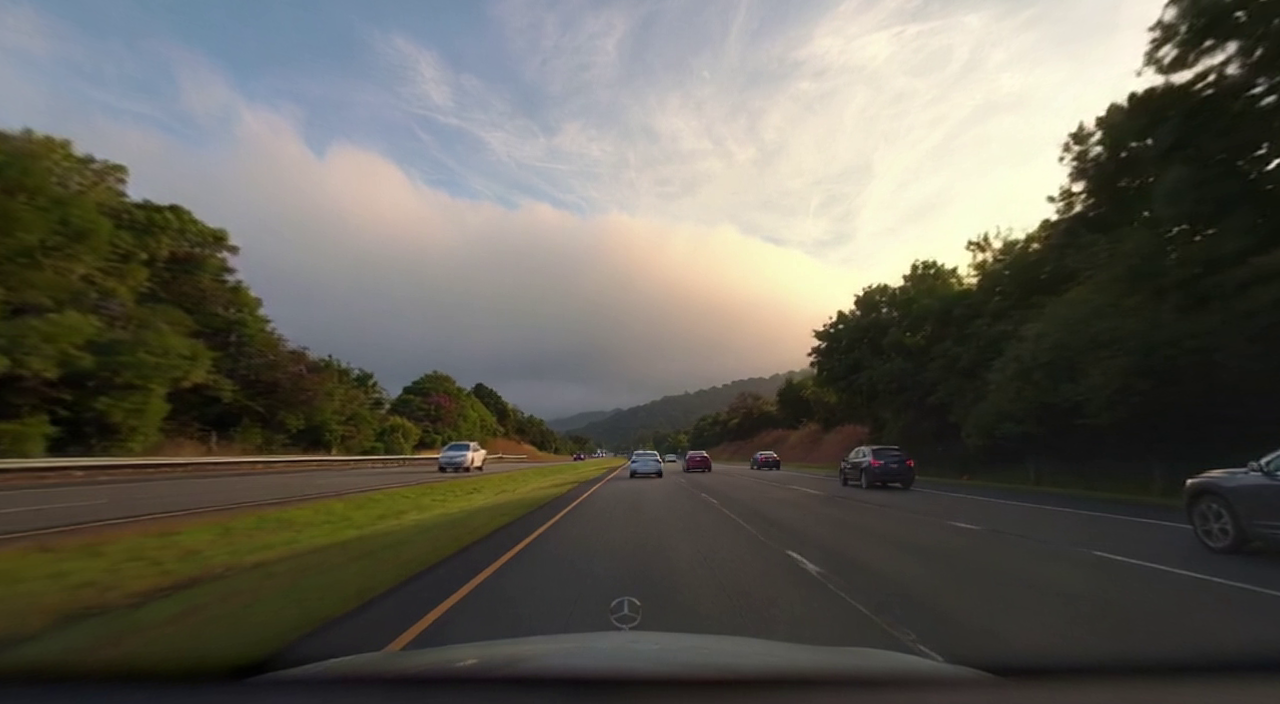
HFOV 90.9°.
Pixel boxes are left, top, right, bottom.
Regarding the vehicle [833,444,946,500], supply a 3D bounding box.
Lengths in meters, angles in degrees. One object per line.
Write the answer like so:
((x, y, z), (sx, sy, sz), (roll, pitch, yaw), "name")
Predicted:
((7.548, 3.648, 19.497), (1.847, 1.554, 3.752), (0, -9, -1), "vehicle")

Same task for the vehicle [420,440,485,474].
((-9.518, 5.379, 32.298), (2.015, 1.592, 4.220), (0, -9, 0), "vehicle")

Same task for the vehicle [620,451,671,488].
((0.188, 4.917, 26.723), (2.020, 1.426, 3.702), (0, -9, -1), "vehicle")

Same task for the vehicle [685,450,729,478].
((3.837, 6.462, 36.691), (1.981, 1.518, 4.029), (0, -9, -2), "vehicle")

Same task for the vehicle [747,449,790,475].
((8.414, 7.209, 41.516), (1.957, 1.594, 3.632), (0, -9, -2), "vehicle")
